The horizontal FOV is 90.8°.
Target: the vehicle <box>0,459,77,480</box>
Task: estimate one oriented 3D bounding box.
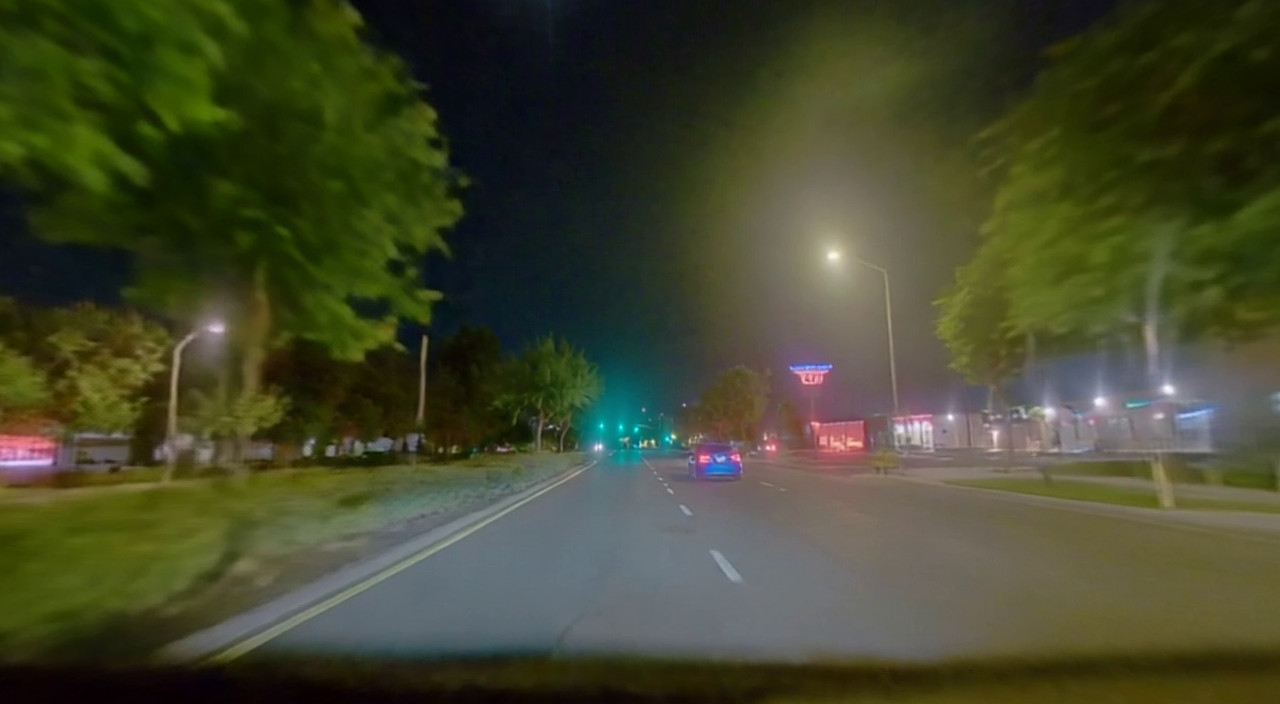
[{"bbox_3d":[-45.803,8.889,47.810,4.294,1.459,1.898,1,-8,-5],"label":"vehicle"}]

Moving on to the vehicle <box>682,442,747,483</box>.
[{"bbox_3d":[2.803,4.241,24.649,1.929,1.411,4.284,1,-8,-1],"label":"vehicle"}]
